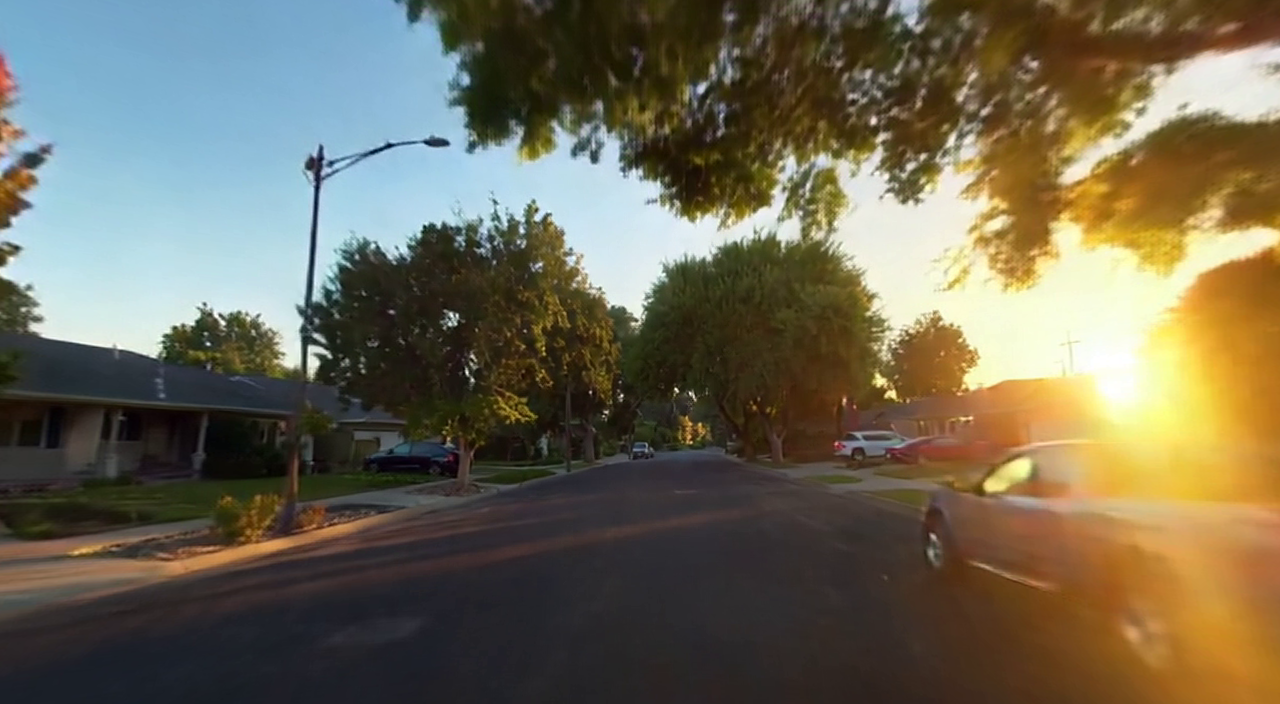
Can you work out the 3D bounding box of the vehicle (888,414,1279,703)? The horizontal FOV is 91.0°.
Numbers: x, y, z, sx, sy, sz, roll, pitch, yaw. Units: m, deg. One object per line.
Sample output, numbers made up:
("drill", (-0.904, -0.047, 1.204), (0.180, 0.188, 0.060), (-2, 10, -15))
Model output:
("vehicle", (3.657, 1.322, 4.730), (2.006, 1.494, 4.211), (0, -9, 2))
